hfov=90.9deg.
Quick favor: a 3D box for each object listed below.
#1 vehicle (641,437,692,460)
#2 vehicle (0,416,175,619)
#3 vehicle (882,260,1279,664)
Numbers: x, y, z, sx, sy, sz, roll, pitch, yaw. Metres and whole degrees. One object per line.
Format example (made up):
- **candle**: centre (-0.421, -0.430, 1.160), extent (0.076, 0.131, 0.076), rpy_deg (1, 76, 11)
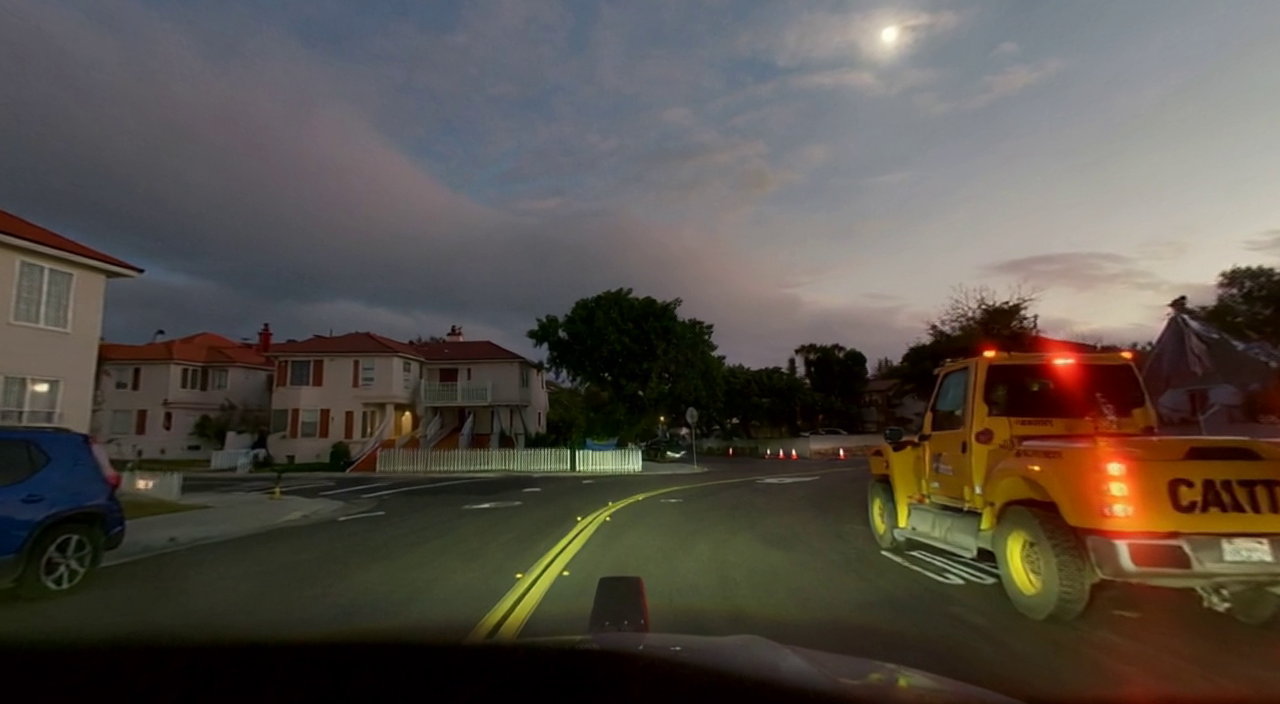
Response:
- **vehicle**: centre (1.932, 7.192, 47.002), extent (3.629, 1.578, 1.802), rpy_deg (0, -8, -1)
- **vehicle**: centre (-6.714, 1.386, 5.065), extent (2.220, 1.765, 4.799), rpy_deg (0, -8, 1)
- **vehicle**: centre (4.349, 0.927, 5.938), extent (2.501, 2.613, 3.505), rpy_deg (0, -9, -4)
